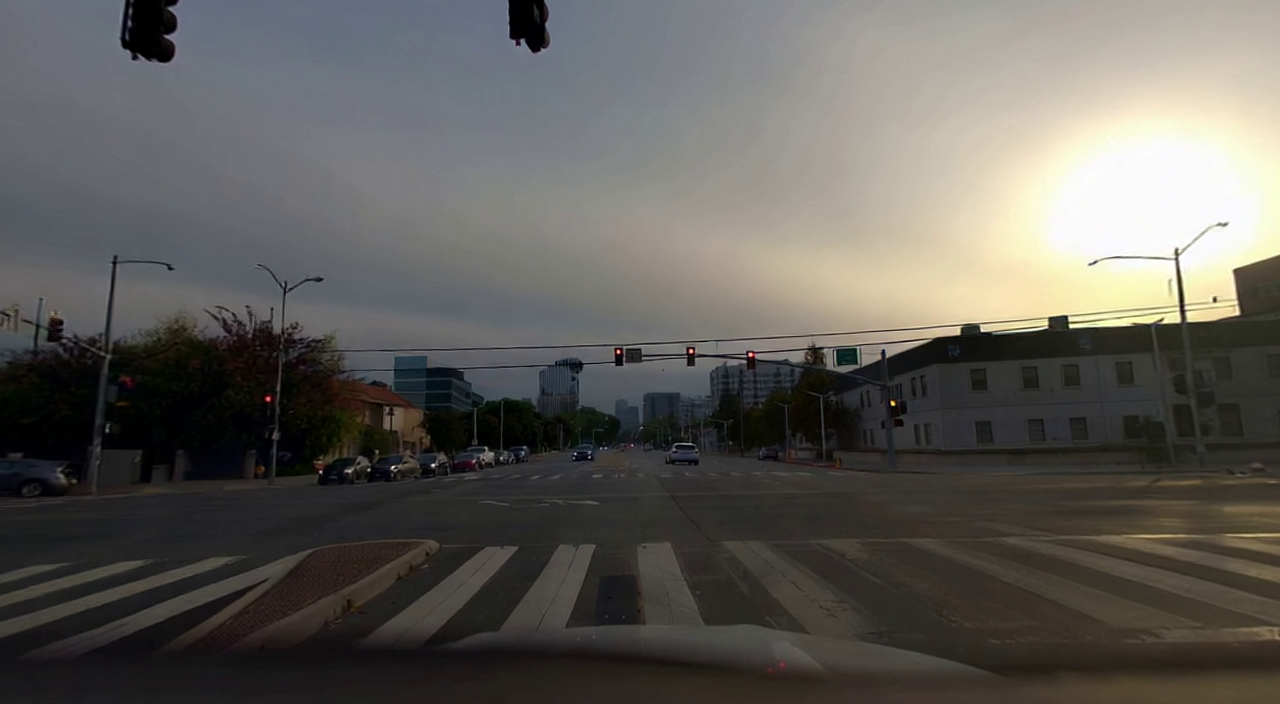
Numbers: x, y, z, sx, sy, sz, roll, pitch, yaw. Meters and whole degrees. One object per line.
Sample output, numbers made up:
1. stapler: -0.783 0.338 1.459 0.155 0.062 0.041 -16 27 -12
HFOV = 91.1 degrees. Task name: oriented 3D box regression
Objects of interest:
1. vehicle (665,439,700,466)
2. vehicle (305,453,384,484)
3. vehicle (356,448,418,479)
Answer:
1. vehicle: 3.143 7.573 47.315 2.258 1.888 4.793 0 -9 0
2. vehicle: -16.092 6.364 34.494 2.055 1.506 4.663 0 -9 -1
3. vehicle: -16.183 7.107 40.444 1.960 1.819 5.018 0 -9 -1
